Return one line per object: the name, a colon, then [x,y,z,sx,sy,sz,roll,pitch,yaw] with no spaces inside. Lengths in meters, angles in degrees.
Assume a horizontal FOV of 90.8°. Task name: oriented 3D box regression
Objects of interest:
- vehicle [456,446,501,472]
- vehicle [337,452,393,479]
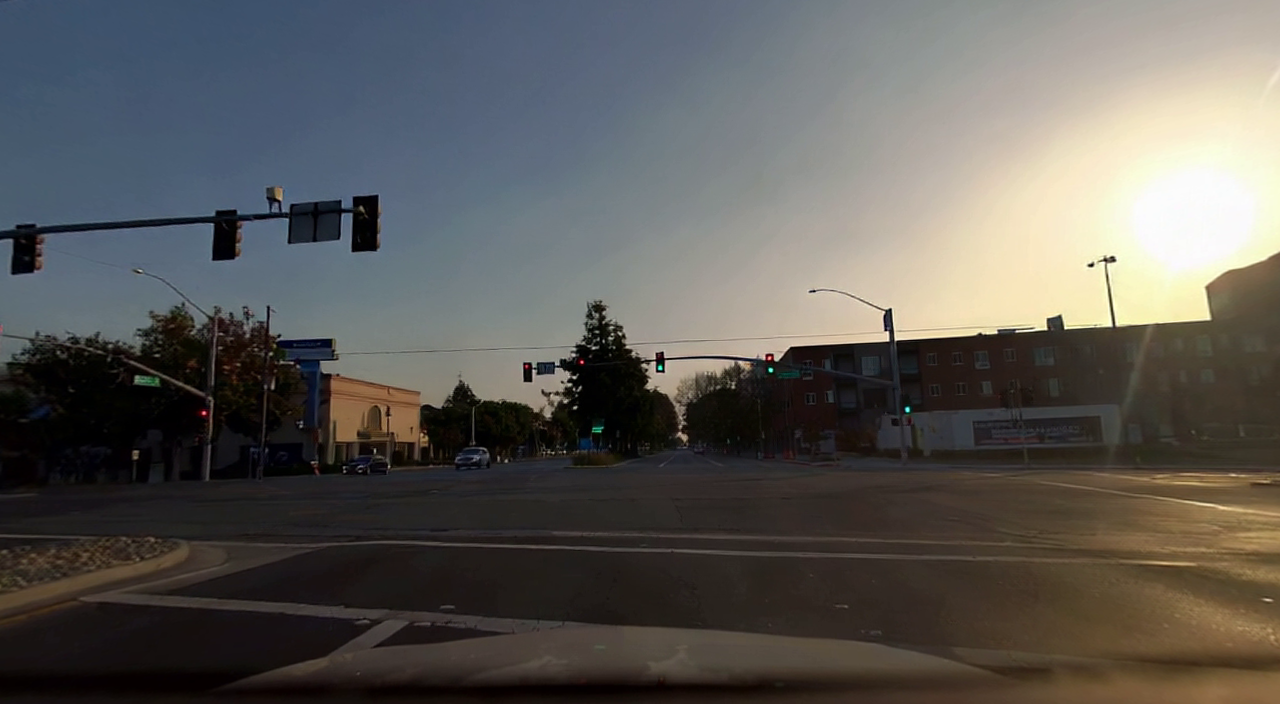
vehicle: [-12.163,8.056,47.969,2.151,1.847,4.634,0,-9,0]
vehicle: [-18.839,7.767,43.483,1.933,1.664,4.255,0,-9,1]
